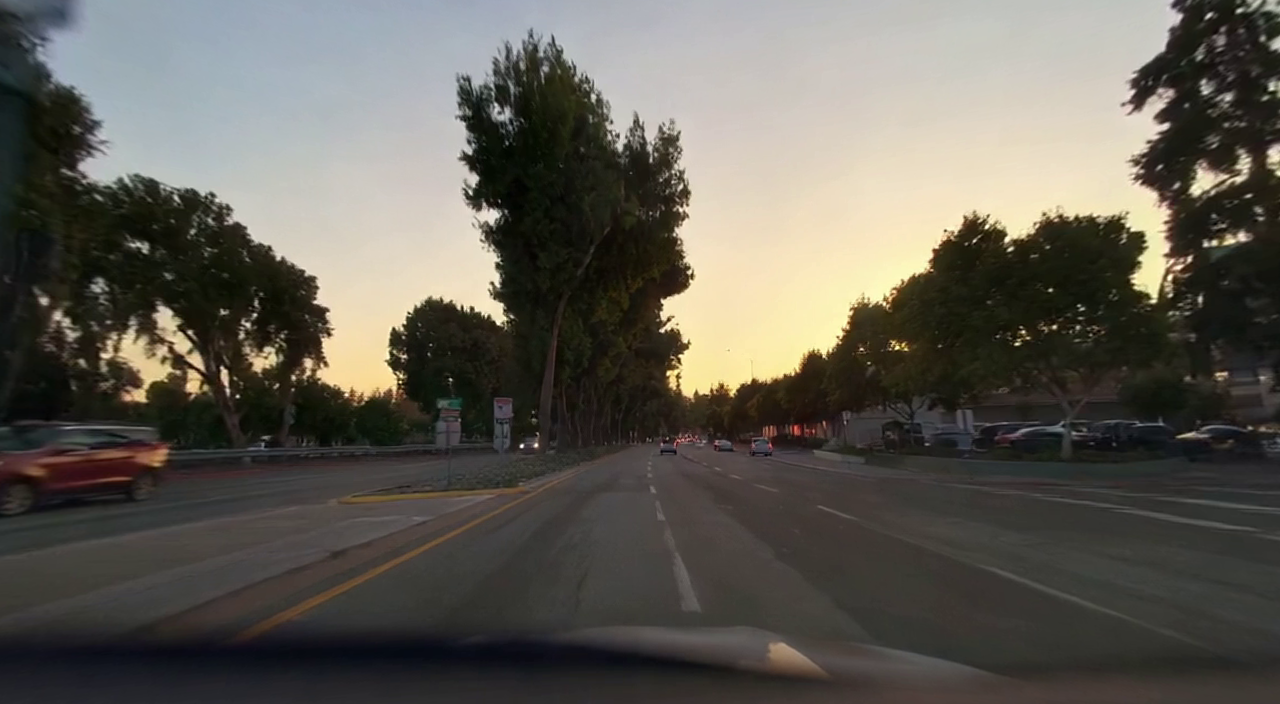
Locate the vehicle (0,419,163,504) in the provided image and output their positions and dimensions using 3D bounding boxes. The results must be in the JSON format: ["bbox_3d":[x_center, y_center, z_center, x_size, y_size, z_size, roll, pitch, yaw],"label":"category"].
[{"bbox_3d":[-15.535,2.749,16.023,2.263,1.887,5.933,0,-8,-1],"label":"vehicle"}]
